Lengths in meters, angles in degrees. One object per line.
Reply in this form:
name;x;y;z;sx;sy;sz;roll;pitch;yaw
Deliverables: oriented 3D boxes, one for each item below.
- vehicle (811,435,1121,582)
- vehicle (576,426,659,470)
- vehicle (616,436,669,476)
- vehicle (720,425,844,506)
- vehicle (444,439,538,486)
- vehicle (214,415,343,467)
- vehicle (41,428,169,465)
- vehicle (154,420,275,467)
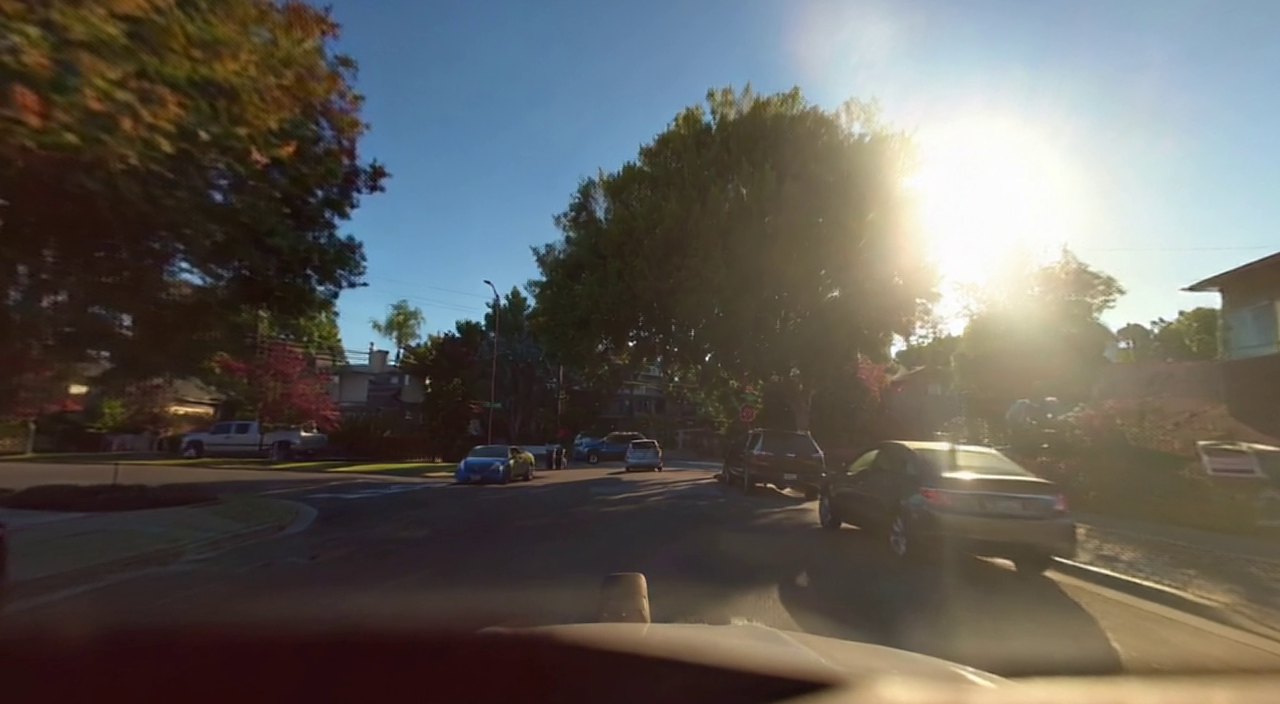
vehicle;3.928;1.923;8.626;1.876;1.477;4.324;0;-8;-1
vehicle;-1.465;5.619;36.911;2.772;2.319;6.249;4;-9;-23
vehicle;0.042;4.271;26.045;2.010;1.499;4.107;0;-9;-1
vehicle;3.538;2.880;16.540;2.144;1.751;4.472;2;-8;-1
vehicle;-5.008;3.786;21.859;1.999;1.441;4.628;0;-8;2
vehicle;-15.802;3.984;27.960;2.320;2.030;5.730;0;-8;0
vehicle;-23.963;4.252;28.383;1.852;1.518;4.438;0;-8;0
vehicle;-18.691;4.038;27.951;2.103;1.840;4.868;2;-7;-3
